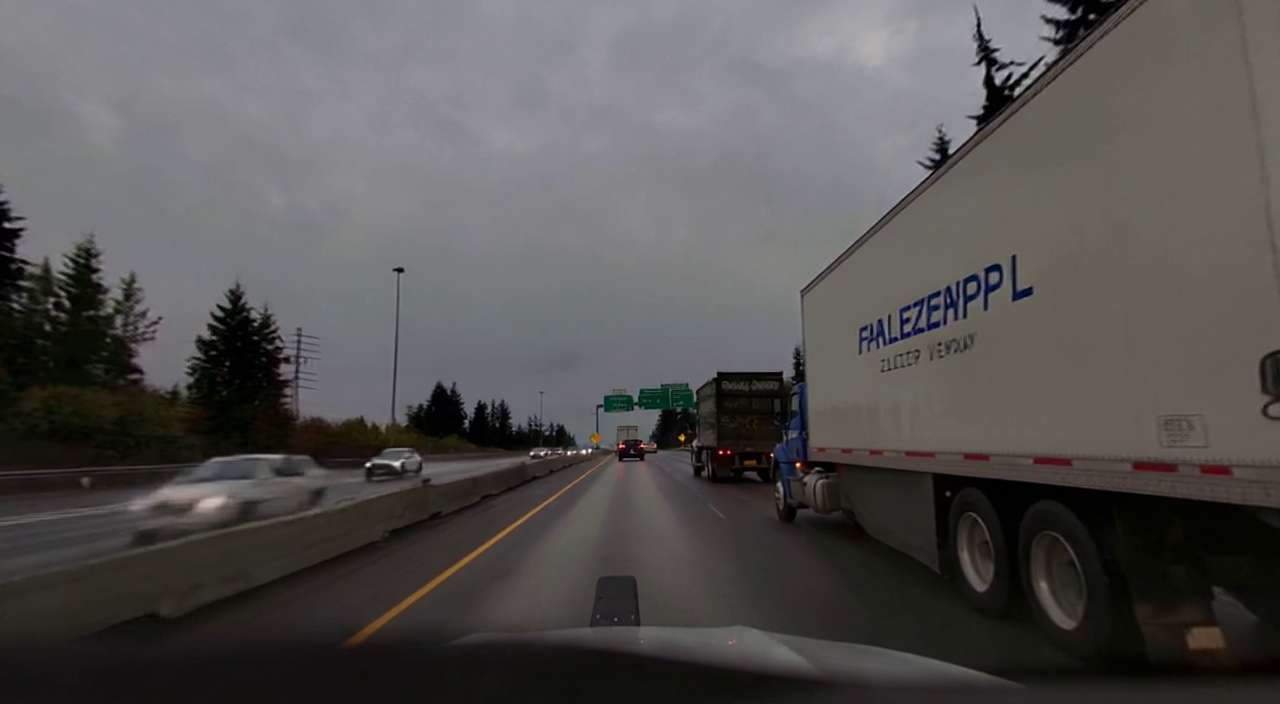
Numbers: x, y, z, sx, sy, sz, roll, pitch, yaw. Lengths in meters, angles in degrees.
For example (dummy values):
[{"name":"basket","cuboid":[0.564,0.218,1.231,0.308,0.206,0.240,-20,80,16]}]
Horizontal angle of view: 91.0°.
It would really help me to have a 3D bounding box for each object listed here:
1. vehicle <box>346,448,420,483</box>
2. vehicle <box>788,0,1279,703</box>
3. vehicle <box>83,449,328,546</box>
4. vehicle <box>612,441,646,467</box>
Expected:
[{"name":"vehicle","cuboid":[-12.442,5.488,30.697,1.995,1.524,3.877,-1,-8,-1]},{"name":"vehicle","cuboid":[4.237,0.232,6.796,2.853,4.086,9.078,0,-8,-1]},{"name":"vehicle","cuboid":[-8.376,2.776,12.731,1.986,1.522,4.181,-1,-8,-1]},{"name":"vehicle","cuboid":[-0.661,6.068,37.662,1.943,1.491,3.459,0,-8,-1]}]
